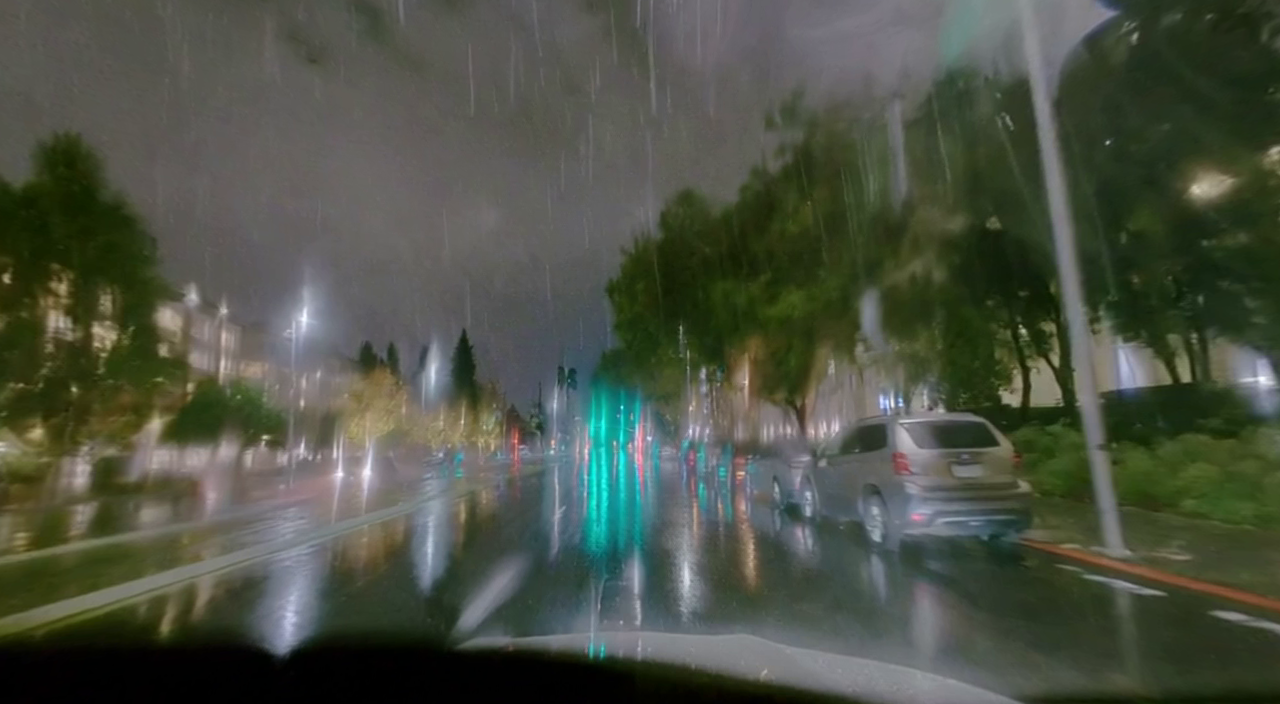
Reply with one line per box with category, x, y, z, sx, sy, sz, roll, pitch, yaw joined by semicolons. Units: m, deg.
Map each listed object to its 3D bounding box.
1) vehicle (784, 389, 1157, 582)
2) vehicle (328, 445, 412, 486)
vehicle;3.841;1.678;8.852;2.129;1.853;5.275;0;-8;-3
vehicle;-11.855;4.975;28.124;1.950;1.629;4.333;0;-8;-2
